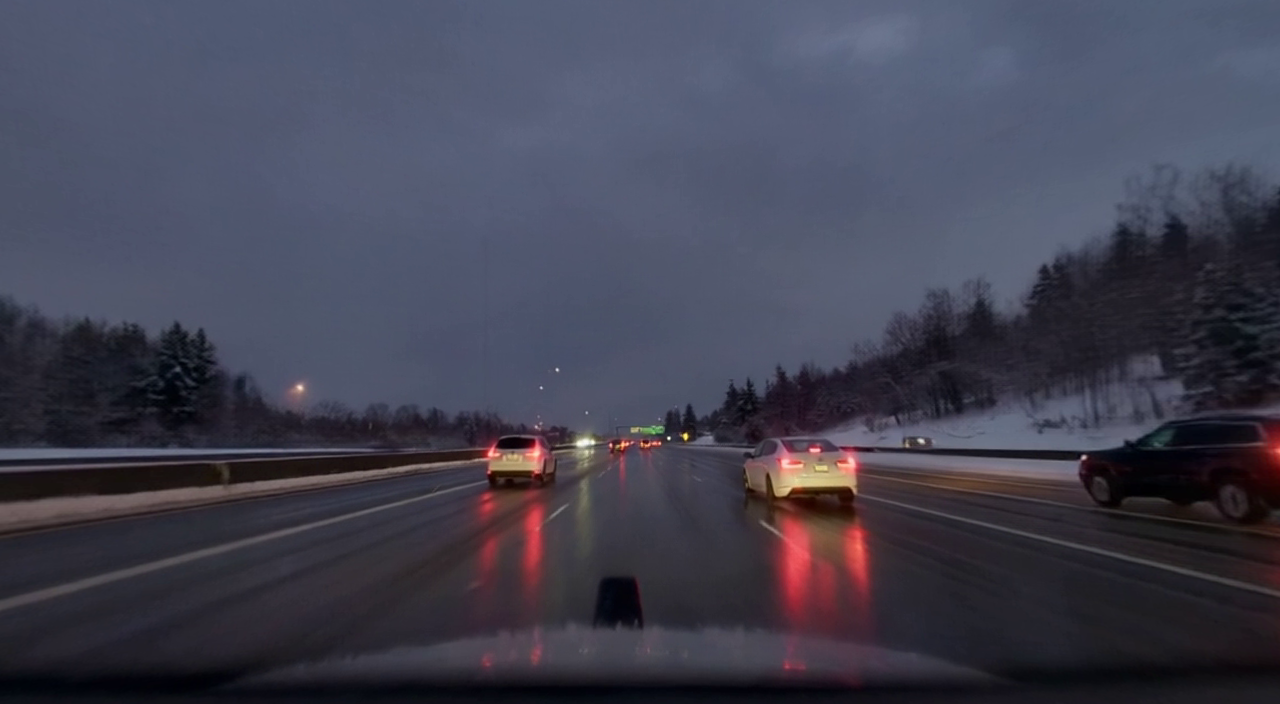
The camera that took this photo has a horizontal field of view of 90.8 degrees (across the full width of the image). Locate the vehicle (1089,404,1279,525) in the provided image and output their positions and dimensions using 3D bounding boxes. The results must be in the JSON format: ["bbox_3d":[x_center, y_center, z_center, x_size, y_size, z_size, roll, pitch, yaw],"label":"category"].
[{"bbox_3d":[11.110,1.937,11.052,2.223,1.865,5.704,0,-8,-1],"label":"vehicle"}]

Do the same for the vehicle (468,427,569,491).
[{"bbox_3d":[-3.618,3.312,19.785,2.193,1.746,4.512,0,-8,1],"label":"vehicle"}]

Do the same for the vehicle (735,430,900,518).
[{"bbox_3d":[3.559,2.547,13.814,2.107,1.550,4.949,0,-8,-1],"label":"vehicle"}]
